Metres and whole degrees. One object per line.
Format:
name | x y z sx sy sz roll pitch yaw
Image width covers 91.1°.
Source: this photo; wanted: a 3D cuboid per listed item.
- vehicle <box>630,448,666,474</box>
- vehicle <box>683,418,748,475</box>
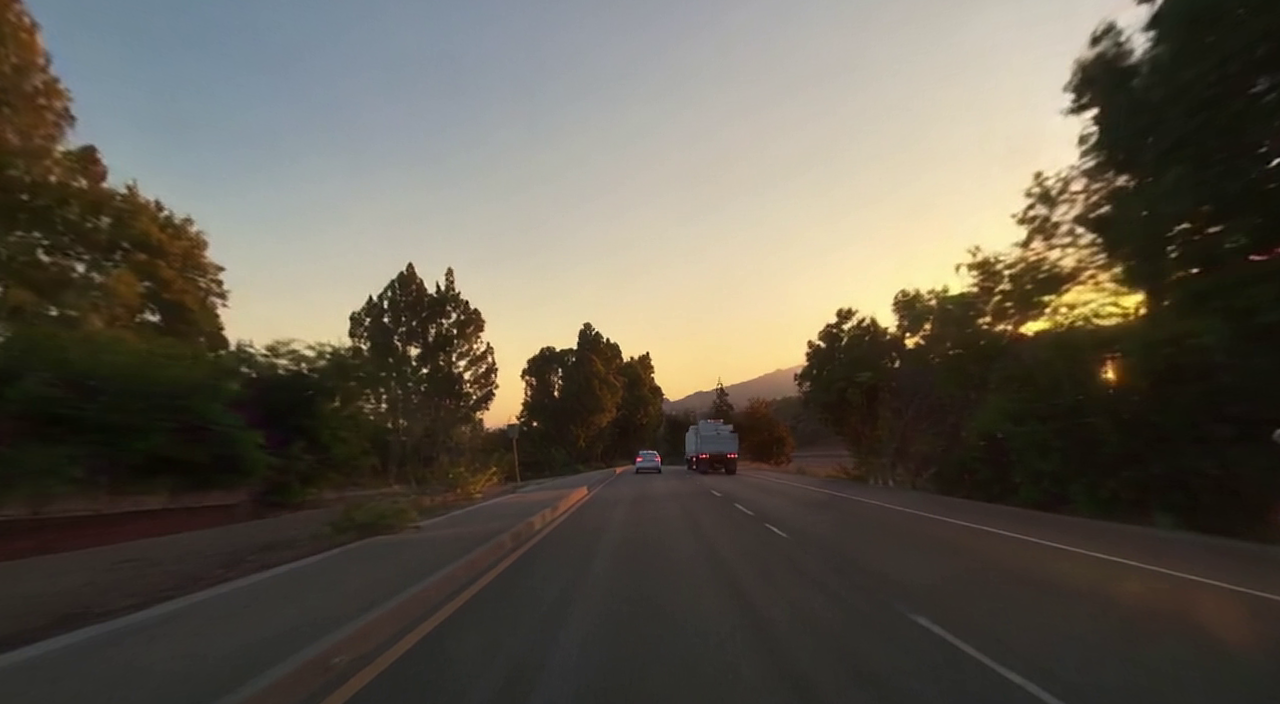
vehicle | 0.495 6.926 40.085 2.170 1.544 4.373 0 -9 1
vehicle | 4.560 5.957 39.619 3.015 3.211 7.982 0 -9 -1
